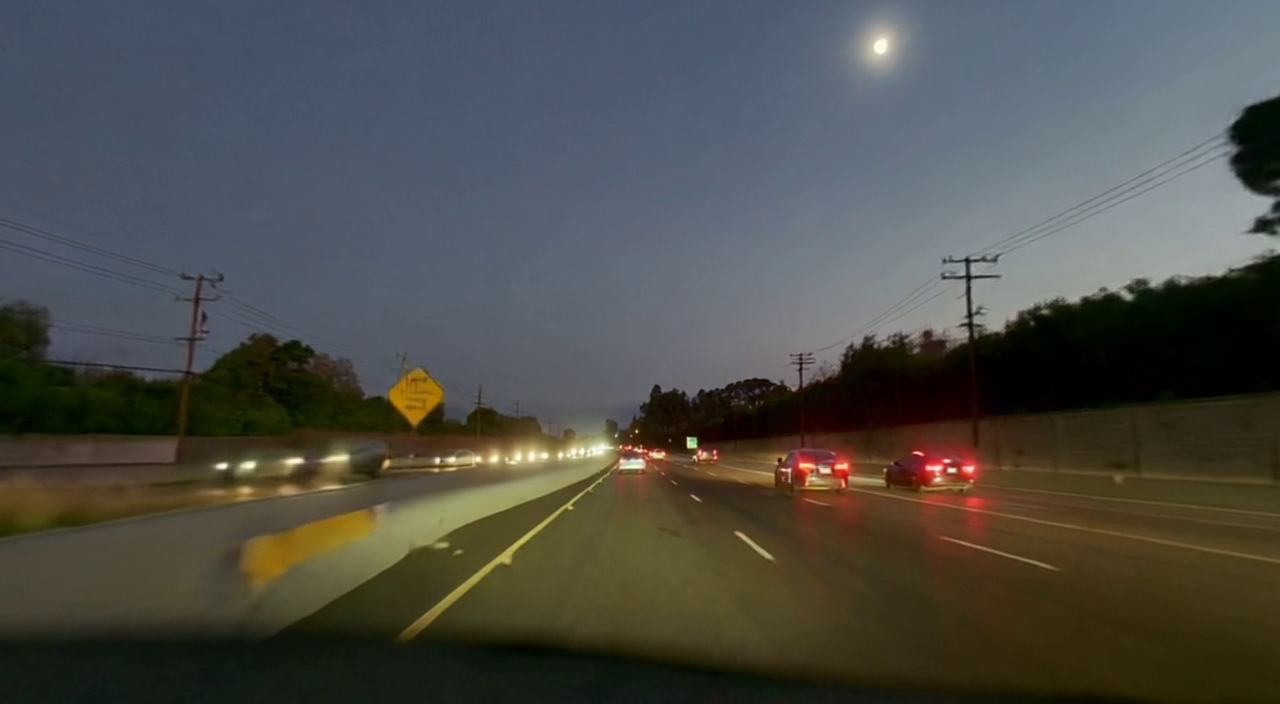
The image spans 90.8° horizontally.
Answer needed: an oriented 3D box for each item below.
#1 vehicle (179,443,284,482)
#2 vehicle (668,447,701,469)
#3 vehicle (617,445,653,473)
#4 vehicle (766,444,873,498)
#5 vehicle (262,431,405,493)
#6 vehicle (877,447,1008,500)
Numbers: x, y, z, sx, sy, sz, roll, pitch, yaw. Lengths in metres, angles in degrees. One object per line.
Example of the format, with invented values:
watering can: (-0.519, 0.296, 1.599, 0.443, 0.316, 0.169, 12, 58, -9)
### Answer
vehicle: (-20.514, 5.559, 32.045, 2.009, 1.788, 4.848, 0, -9, 1)
vehicle: (3.089, 7.452, 44.655, 1.981, 1.480, 4.316, 0, -9, -1)
vehicle: (-0.289, 6.146, 36.627, 1.993, 1.506, 3.883, 0, -8, -1)
vehicle: (5.537, 3.720, 20.223, 2.069, 1.520, 4.614, 0, -9, 0)
vehicle: (-9.662, 3.501, 20.463, 2.359, 1.762, 4.575, 0, -9, -1)
vehicle: (9.551, 3.841, 20.438, 1.969, 1.506, 4.422, 1, -9, -2)
